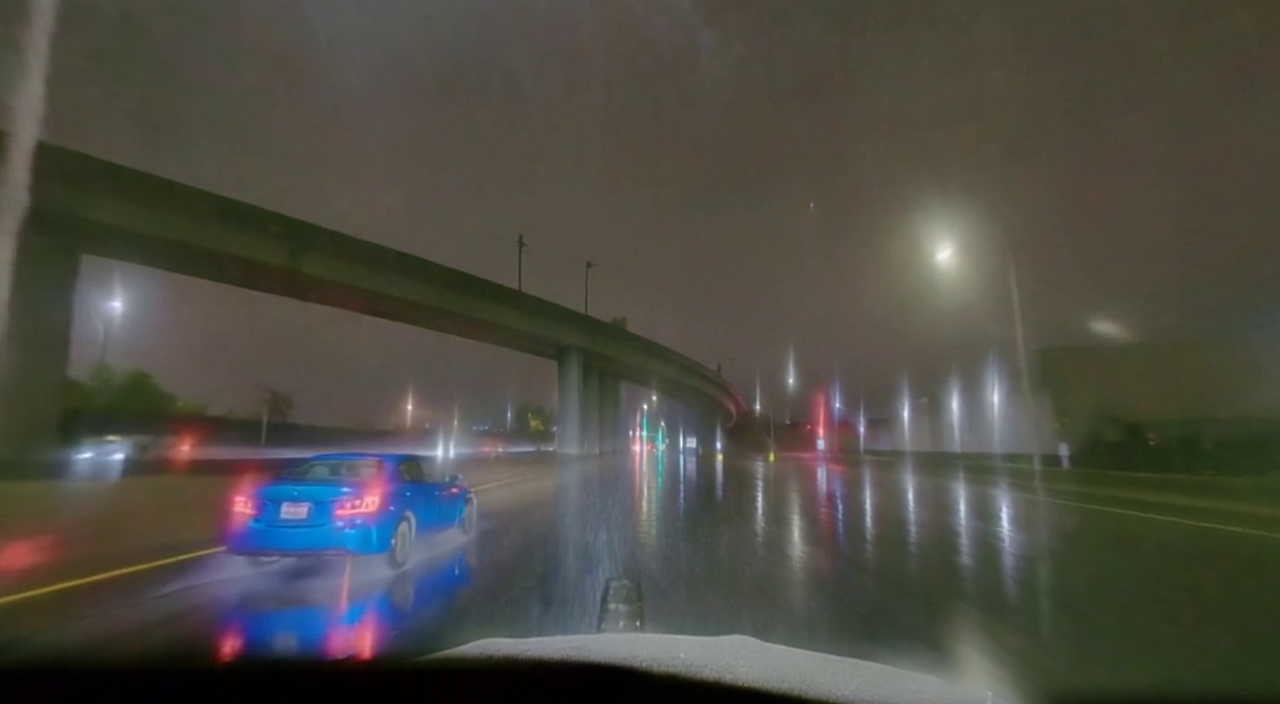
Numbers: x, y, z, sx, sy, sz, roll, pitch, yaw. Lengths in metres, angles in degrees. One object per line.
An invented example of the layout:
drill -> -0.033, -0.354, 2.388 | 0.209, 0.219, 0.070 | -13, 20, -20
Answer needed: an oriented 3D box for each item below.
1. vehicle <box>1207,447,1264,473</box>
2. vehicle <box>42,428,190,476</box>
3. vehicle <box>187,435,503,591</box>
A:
vehicle -> 39.487, 7.128, 41.719 | 4.125, 1.623, 2.090 | 8, -11, -39
vehicle -> -33.648, 6.467, 40.979 | 3.061, 2.821, 7.422 | 0, -9, 1
vehicle -> -3.322, 1.880, 8.228 | 2.044, 1.478, 4.114 | 0, -9, 1
